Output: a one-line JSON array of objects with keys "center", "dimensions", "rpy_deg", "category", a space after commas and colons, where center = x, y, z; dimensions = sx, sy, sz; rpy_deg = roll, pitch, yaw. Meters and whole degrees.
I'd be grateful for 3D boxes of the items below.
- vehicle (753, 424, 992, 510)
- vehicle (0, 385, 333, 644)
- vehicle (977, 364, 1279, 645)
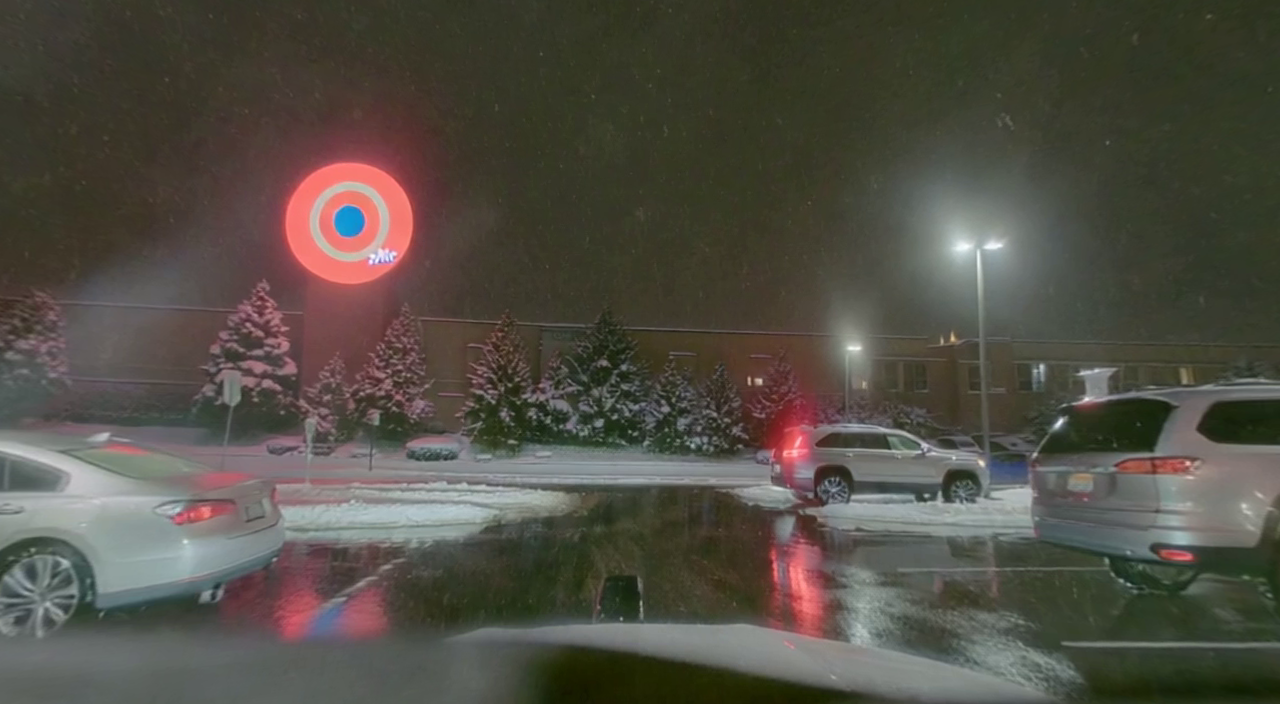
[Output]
[{"center": [5.516, 2.773, 15.537], "dimensions": [4.864, 1.916, 2.413], "rpy_deg": [1, -8, -4], "category": "vehicle"}, {"center": [-4.900, 1.085, 4.601], "dimensions": [4.335, 1.499, 1.856], "rpy_deg": [0, -8, -5], "category": "vehicle"}, {"center": [6.553, 1.283, 5.835], "dimensions": [5.517, 1.946, 2.410], "rpy_deg": [1, -8, -3], "category": "vehicle"}]
